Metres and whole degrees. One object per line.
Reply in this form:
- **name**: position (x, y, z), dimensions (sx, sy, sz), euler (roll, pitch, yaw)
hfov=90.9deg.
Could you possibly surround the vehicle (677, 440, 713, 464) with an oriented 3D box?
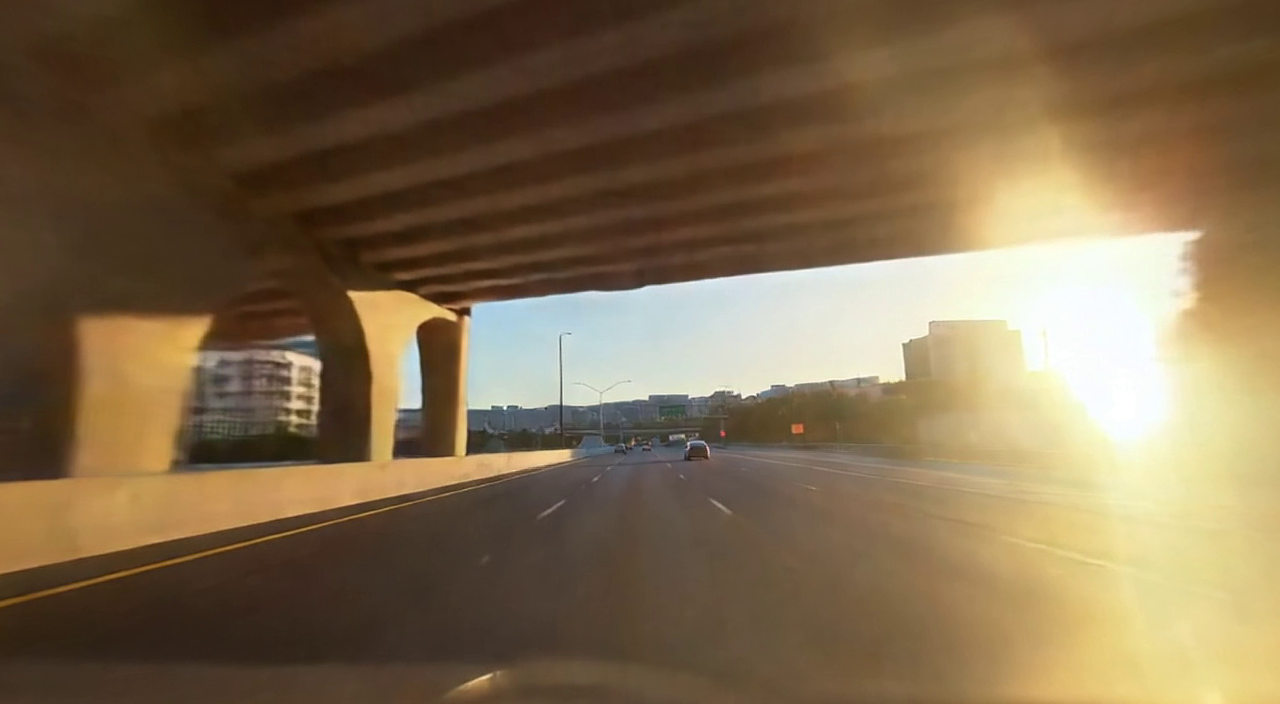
- **vehicle**: position (3.634, 6.703, 42.428), dimensions (1.949, 1.515, 4.374), euler (0, -8, -1)
